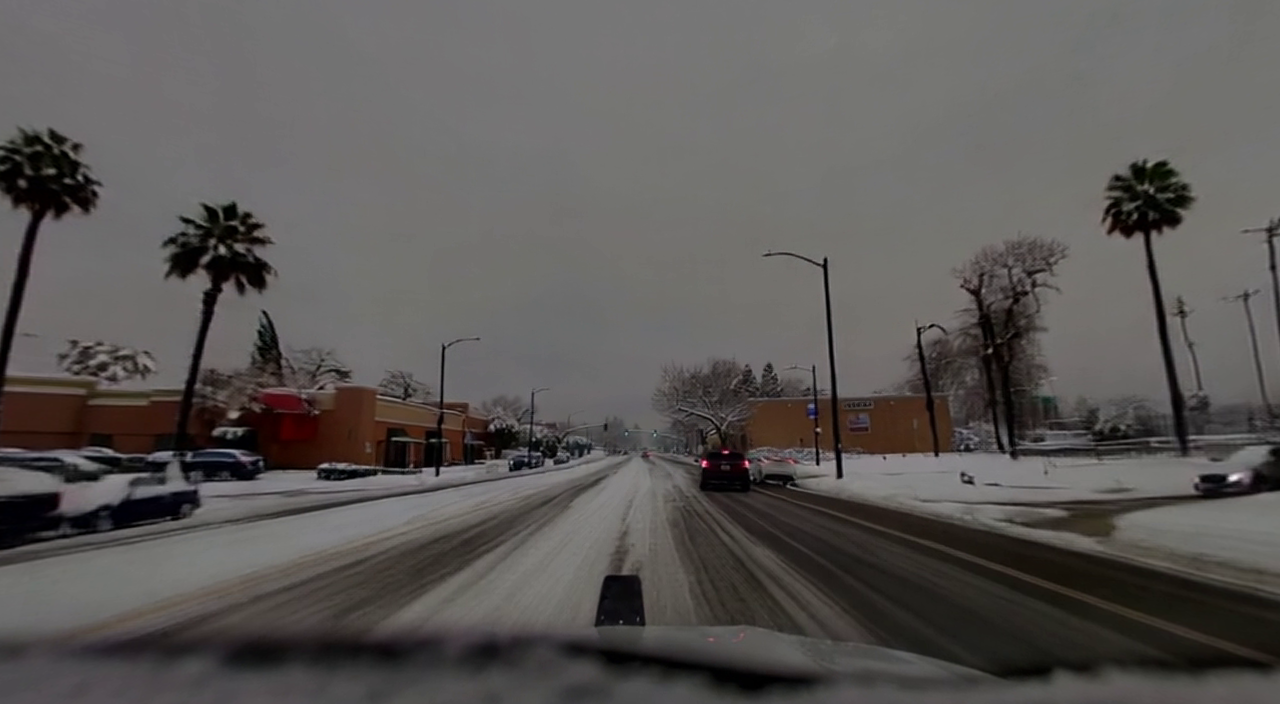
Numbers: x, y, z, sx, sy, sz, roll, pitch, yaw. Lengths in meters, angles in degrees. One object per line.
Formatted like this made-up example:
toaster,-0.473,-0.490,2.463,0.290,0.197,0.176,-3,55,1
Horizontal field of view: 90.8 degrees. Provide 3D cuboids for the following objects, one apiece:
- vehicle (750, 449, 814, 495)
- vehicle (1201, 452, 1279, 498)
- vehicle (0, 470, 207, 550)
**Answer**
vehicle,5.190,4.392,23.545,2.067,1.477,4.653,-2,-9,10
vehicle,23.830,4.583,23.542,1.827,1.492,4.154,-1,-16,-1
vehicle,-12.802,3.664,15.202,1.791,1.446,4.368,0,-8,-2
